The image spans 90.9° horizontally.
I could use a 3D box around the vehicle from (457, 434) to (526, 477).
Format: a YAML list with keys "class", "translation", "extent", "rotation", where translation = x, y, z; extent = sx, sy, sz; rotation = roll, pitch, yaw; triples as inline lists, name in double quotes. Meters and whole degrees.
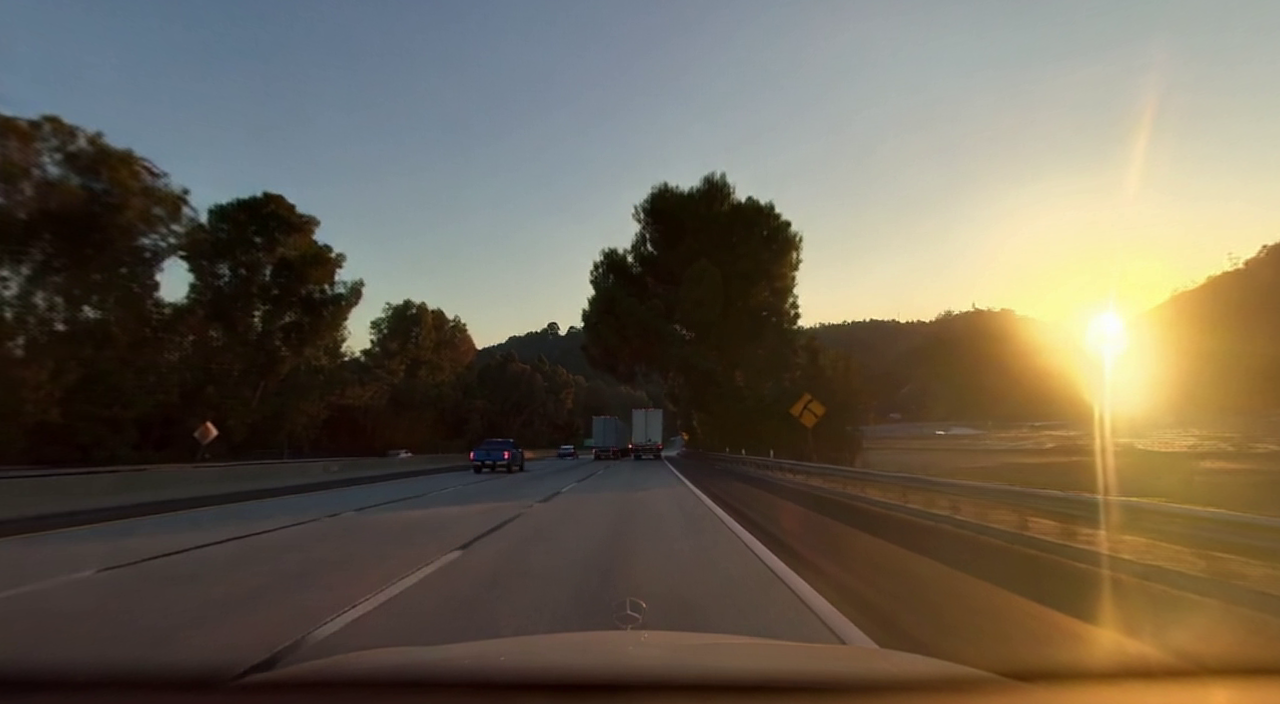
- class: "vehicle"
  translation: [-7.018, 4.940, 30.378]
  extent: [2.149, 1.884, 4.627]
  rotation: [0, -8, 0]
